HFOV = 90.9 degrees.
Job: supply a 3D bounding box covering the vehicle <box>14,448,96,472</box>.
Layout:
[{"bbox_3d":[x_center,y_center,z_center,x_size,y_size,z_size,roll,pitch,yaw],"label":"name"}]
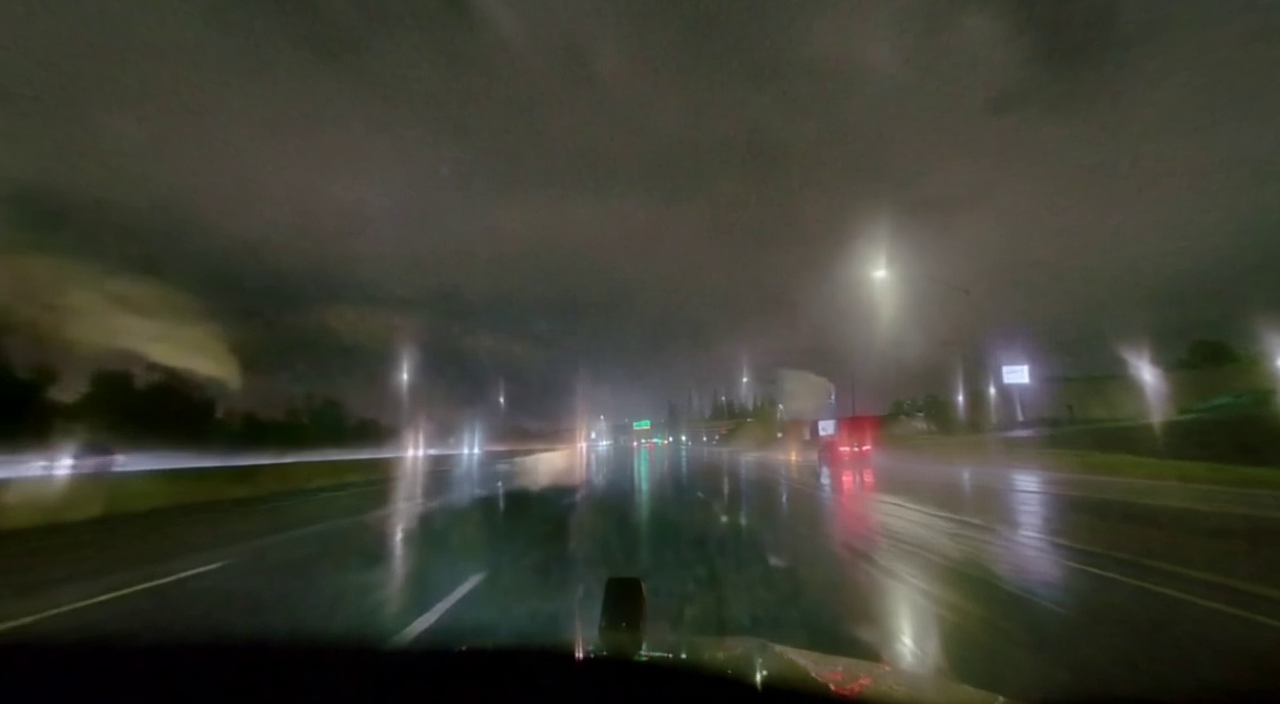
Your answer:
[{"bbox_3d":[-37.834,6.953,40.886,1.787,1.431,3.696,0,-8,-2],"label":"vehicle"}]
